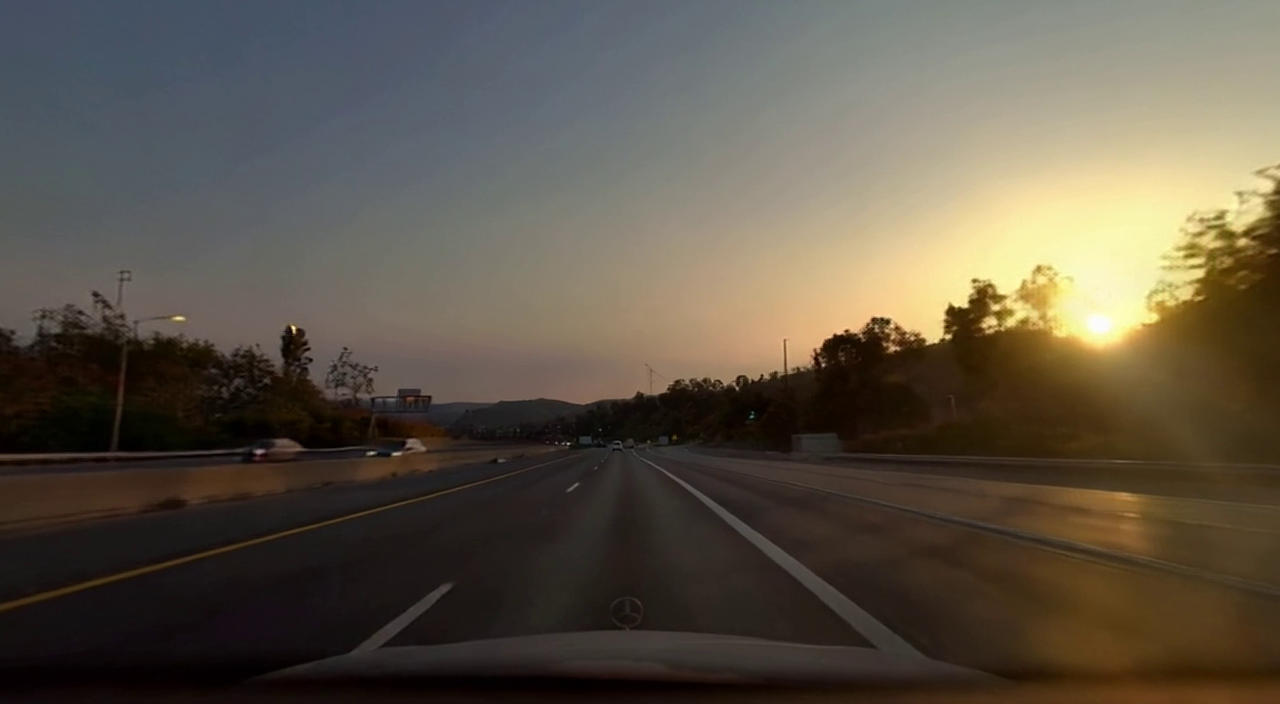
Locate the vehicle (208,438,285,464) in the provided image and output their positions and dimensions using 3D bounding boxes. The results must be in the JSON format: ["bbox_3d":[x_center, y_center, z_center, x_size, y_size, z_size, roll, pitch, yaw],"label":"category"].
[{"bbox_3d":[-25.541,6.439,41.165,2.064,1.592,4.701,0,-8,-1],"label":"vehicle"}]

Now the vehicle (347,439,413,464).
[{"bbox_3d":[-16.566,6.357,40.440,2.132,1.496,5.069,0,-8,-1],"label":"vehicle"}]
